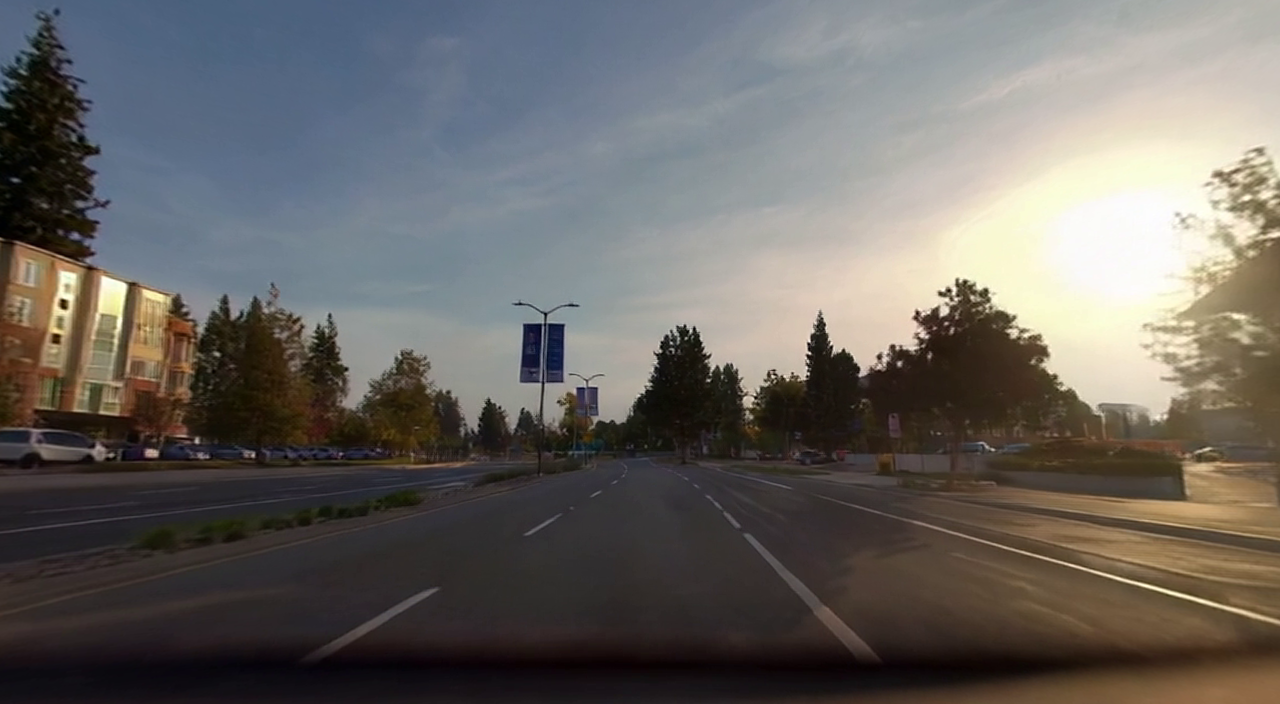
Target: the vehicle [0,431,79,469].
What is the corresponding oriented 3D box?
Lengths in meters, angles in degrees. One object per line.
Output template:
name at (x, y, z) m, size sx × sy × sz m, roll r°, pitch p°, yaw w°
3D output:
vehicle at (-33.332, 5.223, 33.622) m, size 4.579 × 1.962 × 2.161 m, roll 2°, pitch -9°, yaw -17°
